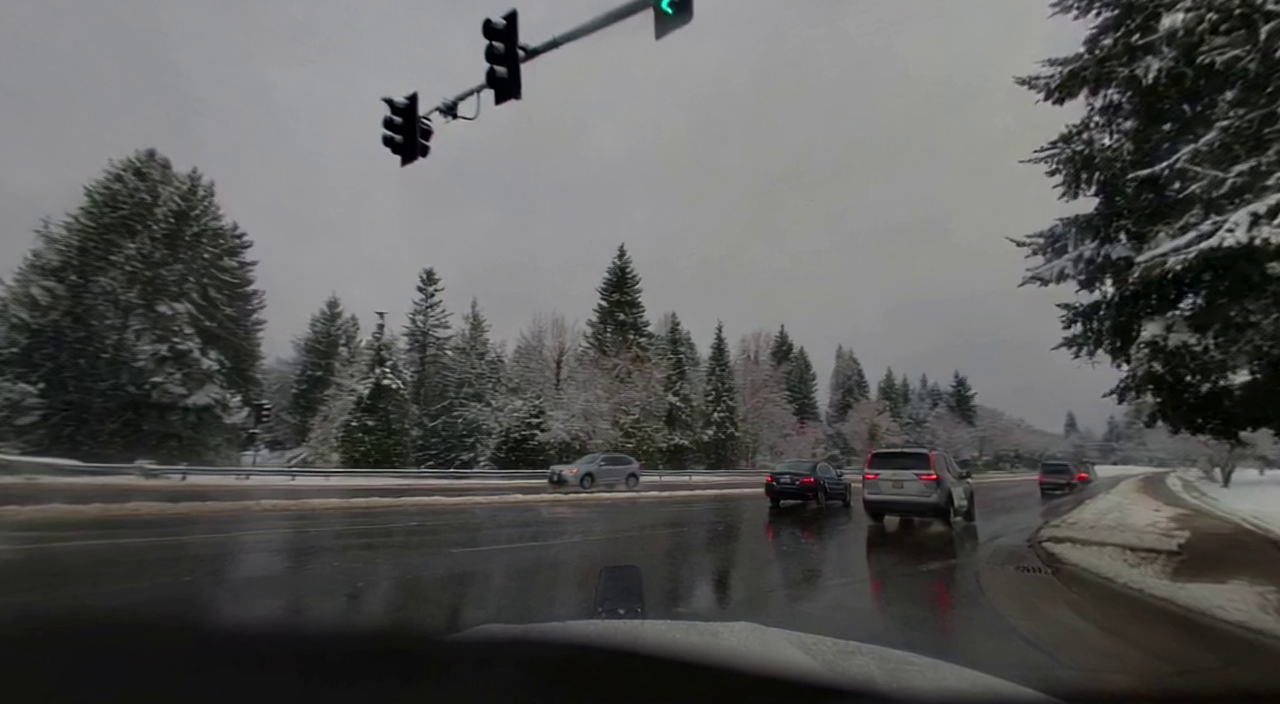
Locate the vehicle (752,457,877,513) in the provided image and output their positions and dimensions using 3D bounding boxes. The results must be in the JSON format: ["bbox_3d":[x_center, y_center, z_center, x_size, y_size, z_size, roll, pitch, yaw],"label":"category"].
[{"bbox_3d":[5.981,4.384,21.370,2.123,1.592,4.505,-8,-12,43],"label":"vehicle"}]

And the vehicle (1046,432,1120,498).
[{"bbox_3d":[32.315,8.044,45.848,2.945,4.155,10.649,-7,-11,40],"label":"vehicle"}]

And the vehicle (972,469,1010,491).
[{"bbox_3d":[27.095,9.829,48.661,1.822,1.491,4.237,-7,-11,37],"label":"vehicle"}]

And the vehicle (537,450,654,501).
[{"bbox_3d":[-1.716,4.934,25.680,1.973,1.826,4.538,-8,-12,43],"label":"vehicle"}]

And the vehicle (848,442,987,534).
[{"bbox_3d":[6.792,3.111,15.212,2.125,1.830,4.370,-6,-10,35],"label":"vehicle"}]
